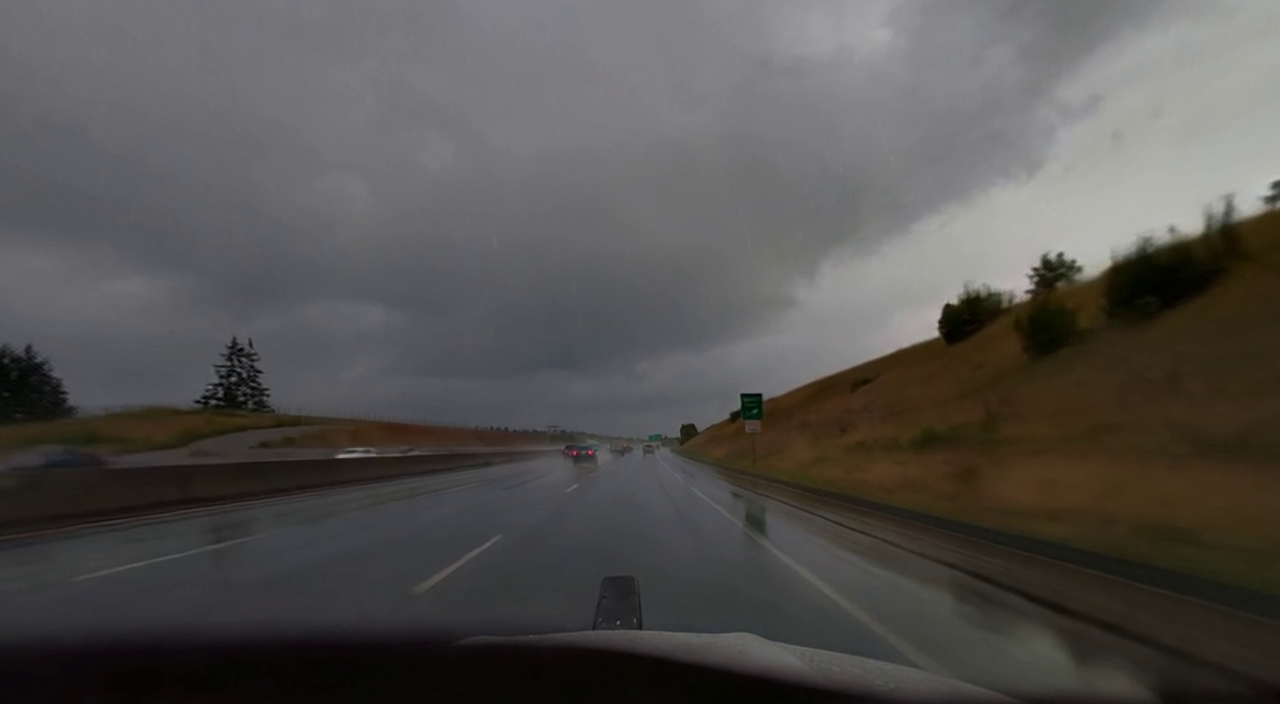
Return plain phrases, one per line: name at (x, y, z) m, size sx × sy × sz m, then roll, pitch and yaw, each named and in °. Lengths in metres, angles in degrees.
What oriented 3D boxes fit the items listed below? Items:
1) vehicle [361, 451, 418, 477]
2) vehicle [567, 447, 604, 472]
vehicle at (-15.224, 6.821, 38.365) m, size 1.827 × 1.490 × 3.910 m, roll 0°, pitch -9°, yaw 1°
vehicle at (-3.342, 6.662, 38.973) m, size 1.895 × 1.482 × 3.852 m, roll 0°, pitch -9°, yaw 1°
